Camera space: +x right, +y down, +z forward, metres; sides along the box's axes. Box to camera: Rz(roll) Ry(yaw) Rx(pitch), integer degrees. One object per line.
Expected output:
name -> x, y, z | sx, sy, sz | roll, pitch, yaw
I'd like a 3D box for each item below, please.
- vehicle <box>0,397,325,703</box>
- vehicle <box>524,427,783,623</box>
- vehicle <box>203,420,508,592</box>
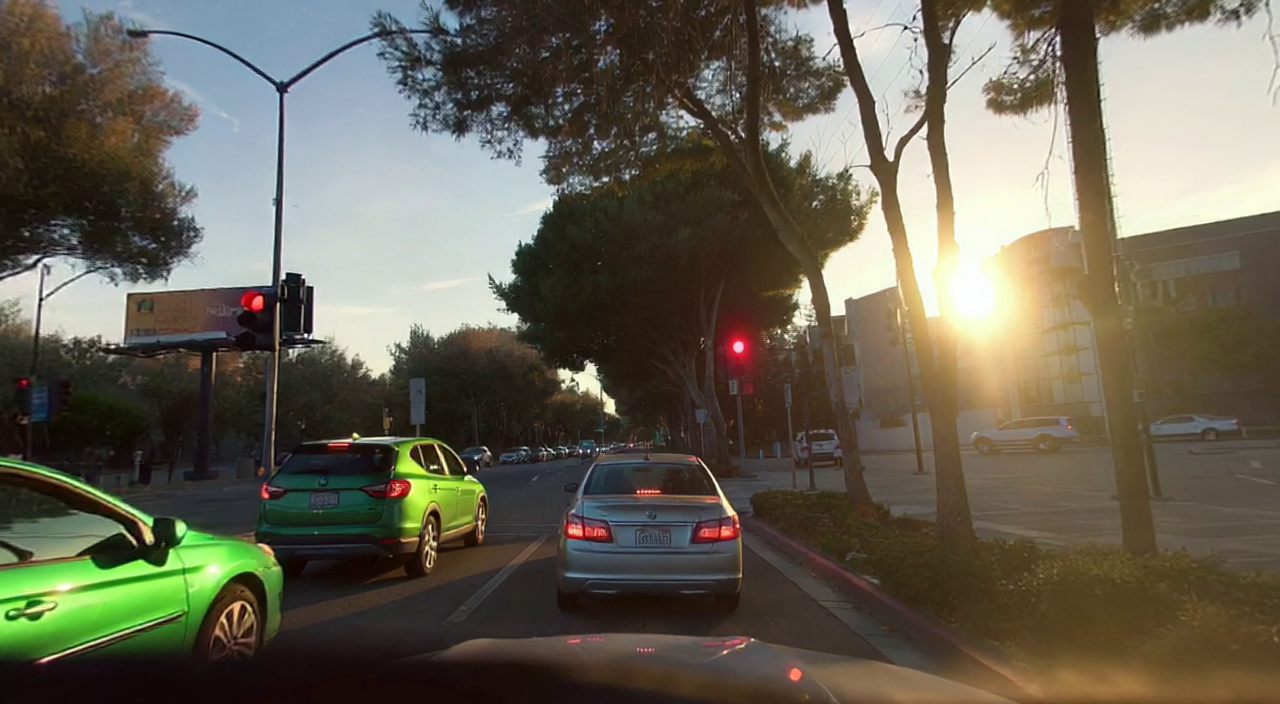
vehicle -> -3.145, 0.964, 2.422 | 1.808, 1.520, 3.846 | -1, -9, 1
vehicle -> 0.041, 1.590, 6.622 | 1.977, 1.467, 3.474 | 0, -9, -2
vehicle -> -3.166, 1.795, 8.136 | 1.950, 1.628, 4.082 | -1, -9, 1
